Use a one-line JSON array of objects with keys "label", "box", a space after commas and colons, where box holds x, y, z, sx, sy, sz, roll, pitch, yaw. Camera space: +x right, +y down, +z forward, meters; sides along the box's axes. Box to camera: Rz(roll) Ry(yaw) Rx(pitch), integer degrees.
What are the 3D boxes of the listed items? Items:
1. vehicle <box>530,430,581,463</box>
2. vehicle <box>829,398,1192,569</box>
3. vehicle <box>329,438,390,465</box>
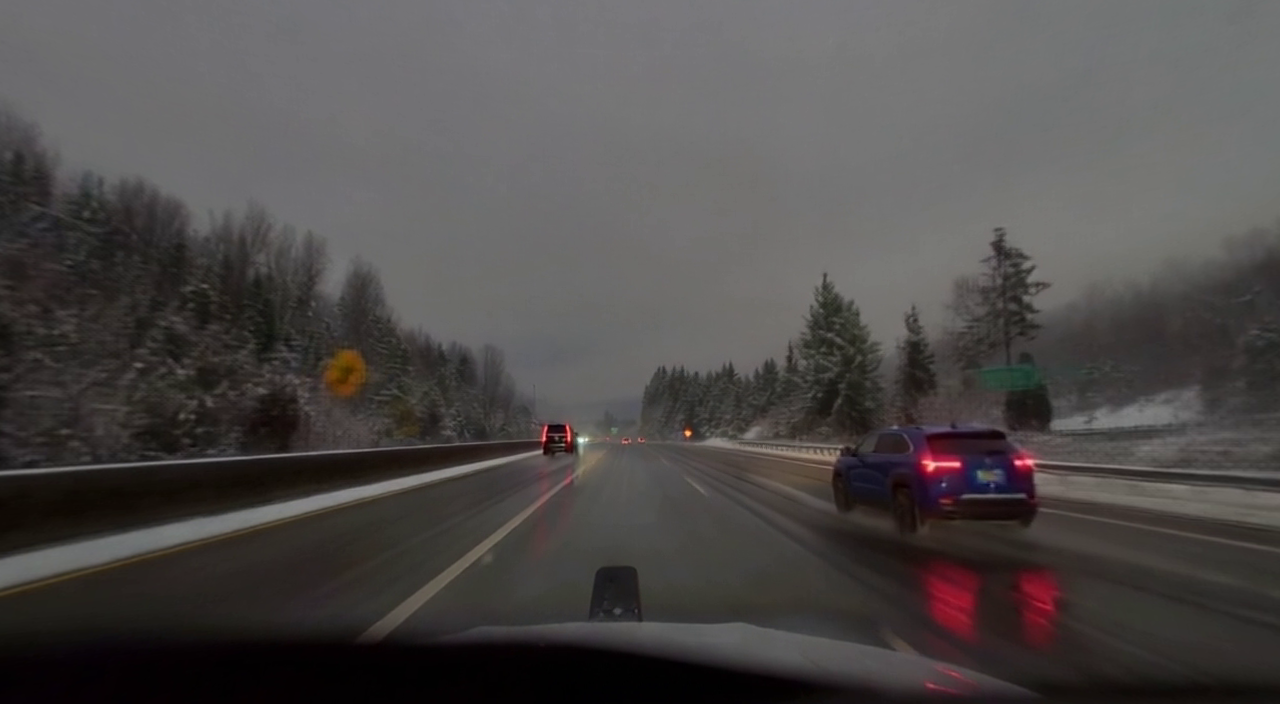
[{"label": "vehicle", "box": [-4.087, 4.639, 31.100, 2.032, 1.465, 4.316, 0, -8, -1]}, {"label": "vehicle", "box": [4.088, 1.494, 7.948, 2.011, 1.576, 4.060, 0, -8, -2]}, {"label": "vehicle", "box": [-17.077, 6.051, 38.439, 1.821, 1.537, 4.168, 0, -8, -1]}]
